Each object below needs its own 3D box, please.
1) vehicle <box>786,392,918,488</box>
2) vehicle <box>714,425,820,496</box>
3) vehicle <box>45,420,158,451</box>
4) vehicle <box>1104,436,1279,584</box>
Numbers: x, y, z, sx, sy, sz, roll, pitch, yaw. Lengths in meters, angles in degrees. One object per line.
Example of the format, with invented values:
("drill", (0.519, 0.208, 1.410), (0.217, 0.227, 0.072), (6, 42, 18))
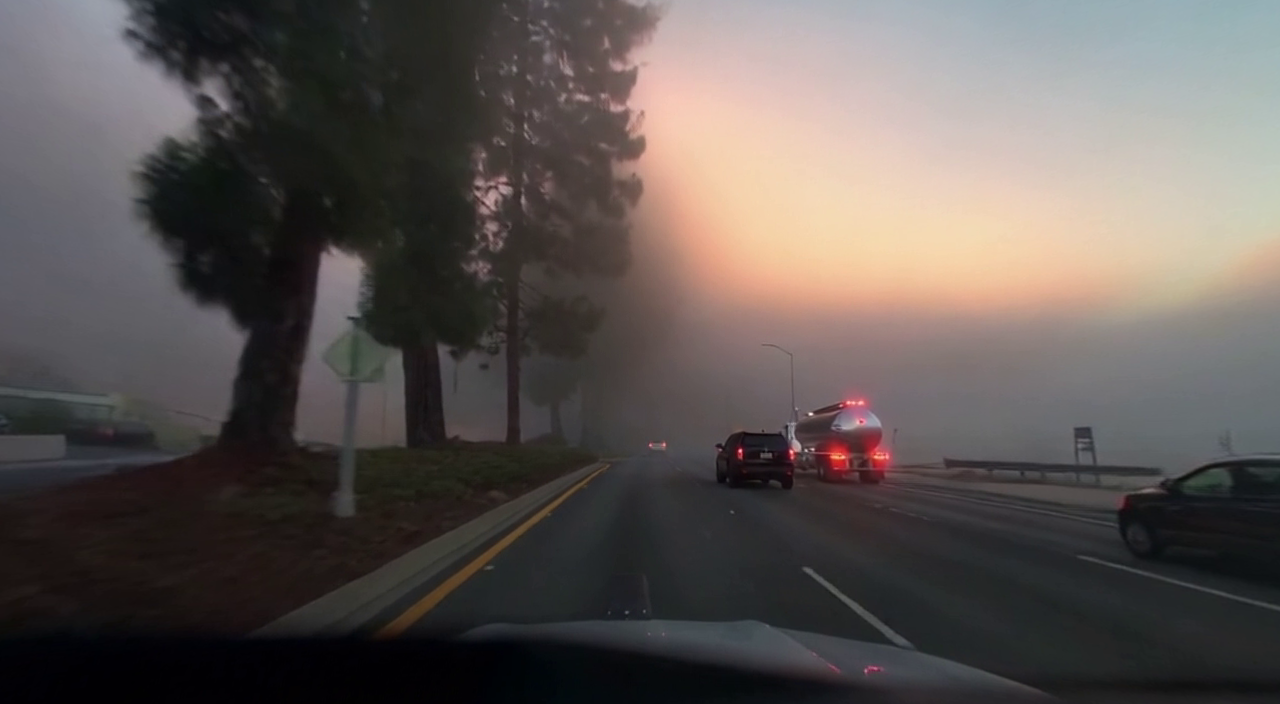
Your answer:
("vehicle", (7.856, 3.419, 24.429), (2.849, 3.207, 6.275), (0, -8, 0))
("vehicle", (3.389, 3.007, 17.822), (2.045, 1.729, 4.532), (0, -8, 0))
("vehicle", (-28.585, 4.438, 33.535), (4.334, 1.511, 1.888), (0, -8, 3))
("vehicle", (7.448, 1.625, 6.562), (1.966, 1.476, 4.270), (0, -8, 0))
